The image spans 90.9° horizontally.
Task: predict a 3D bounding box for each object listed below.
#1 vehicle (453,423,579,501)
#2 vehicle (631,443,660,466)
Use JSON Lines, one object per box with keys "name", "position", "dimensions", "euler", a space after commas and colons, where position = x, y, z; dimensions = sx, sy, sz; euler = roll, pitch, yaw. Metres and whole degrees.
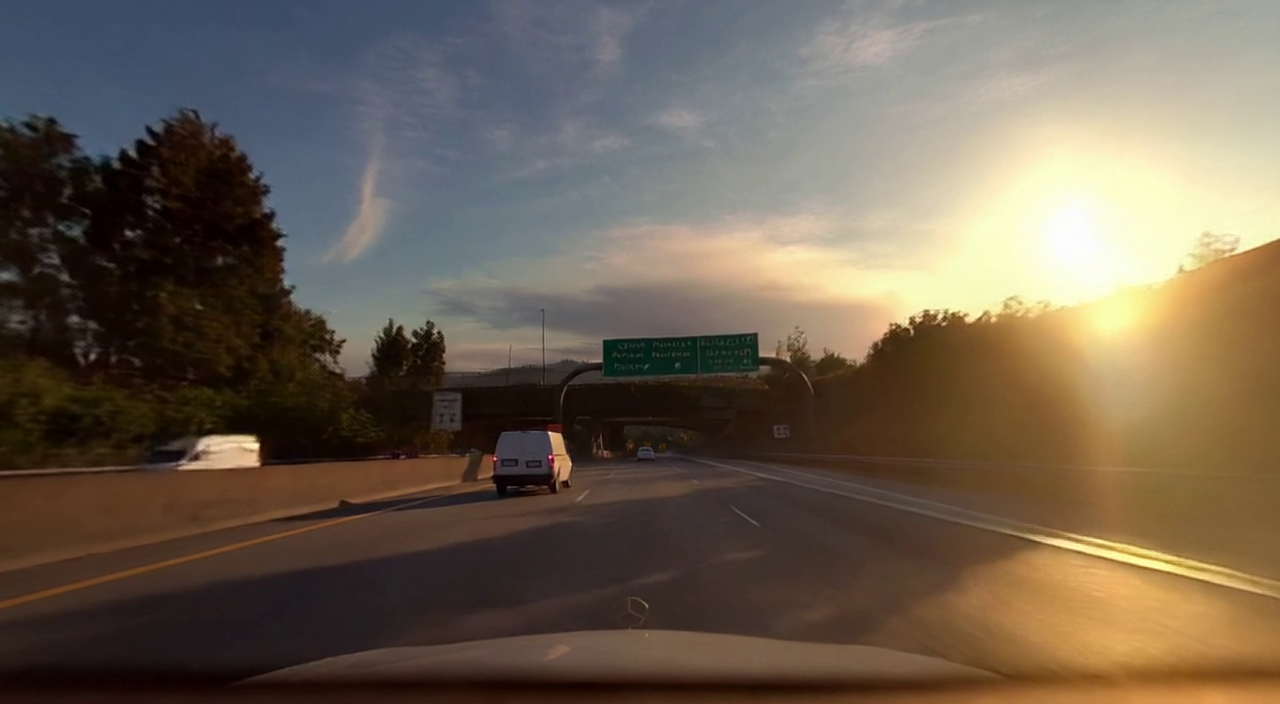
{"name": "vehicle", "position": [-3.377, 3.196, 18.686], "dimensions": [2.572, 1.927, 5.803], "euler": [0, -9, 0]}
{"name": "vehicle", "position": [0.380, 7.775, 47.944], "dimensions": [2.067, 1.690, 3.901], "euler": [0, -9, 0]}
